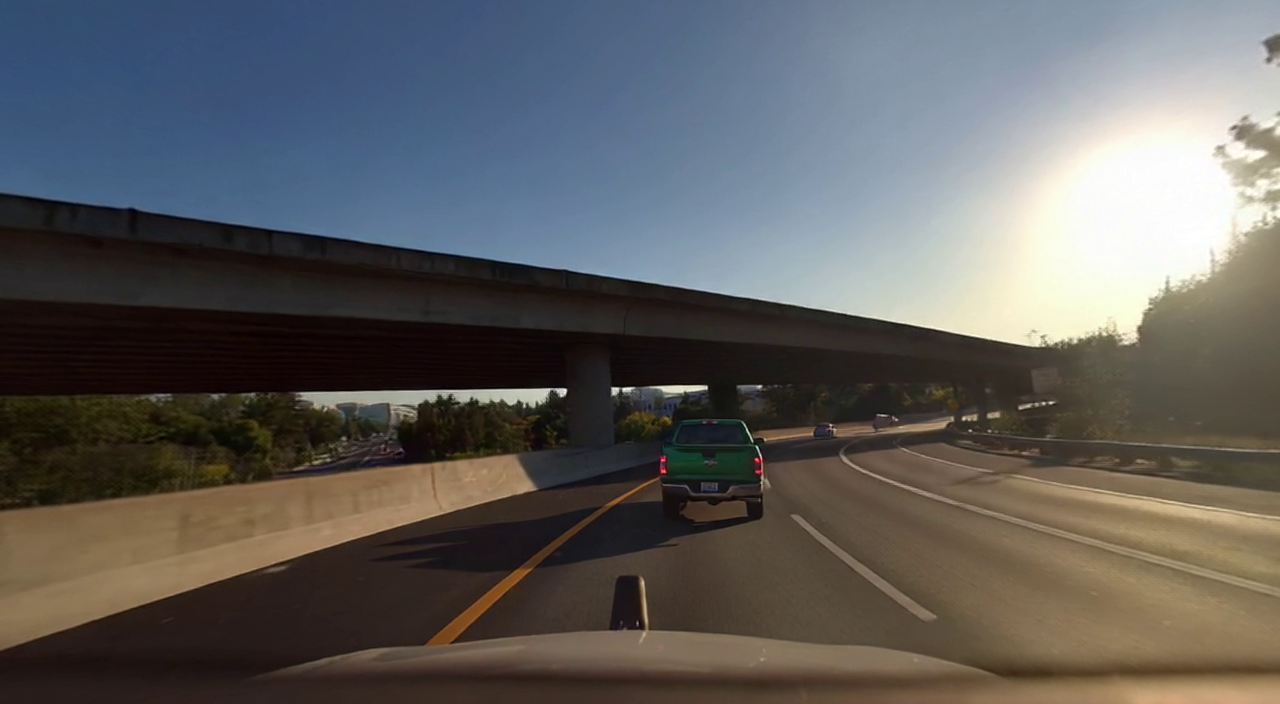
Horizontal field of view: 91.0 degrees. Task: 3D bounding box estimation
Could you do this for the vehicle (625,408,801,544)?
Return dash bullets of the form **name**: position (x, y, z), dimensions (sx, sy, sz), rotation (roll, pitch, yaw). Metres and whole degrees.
- **vehicle**: position (1.146, 1.916, 10.347), dimensions (2.235, 1.716, 4.435), rotation (-1, -9, 6)
